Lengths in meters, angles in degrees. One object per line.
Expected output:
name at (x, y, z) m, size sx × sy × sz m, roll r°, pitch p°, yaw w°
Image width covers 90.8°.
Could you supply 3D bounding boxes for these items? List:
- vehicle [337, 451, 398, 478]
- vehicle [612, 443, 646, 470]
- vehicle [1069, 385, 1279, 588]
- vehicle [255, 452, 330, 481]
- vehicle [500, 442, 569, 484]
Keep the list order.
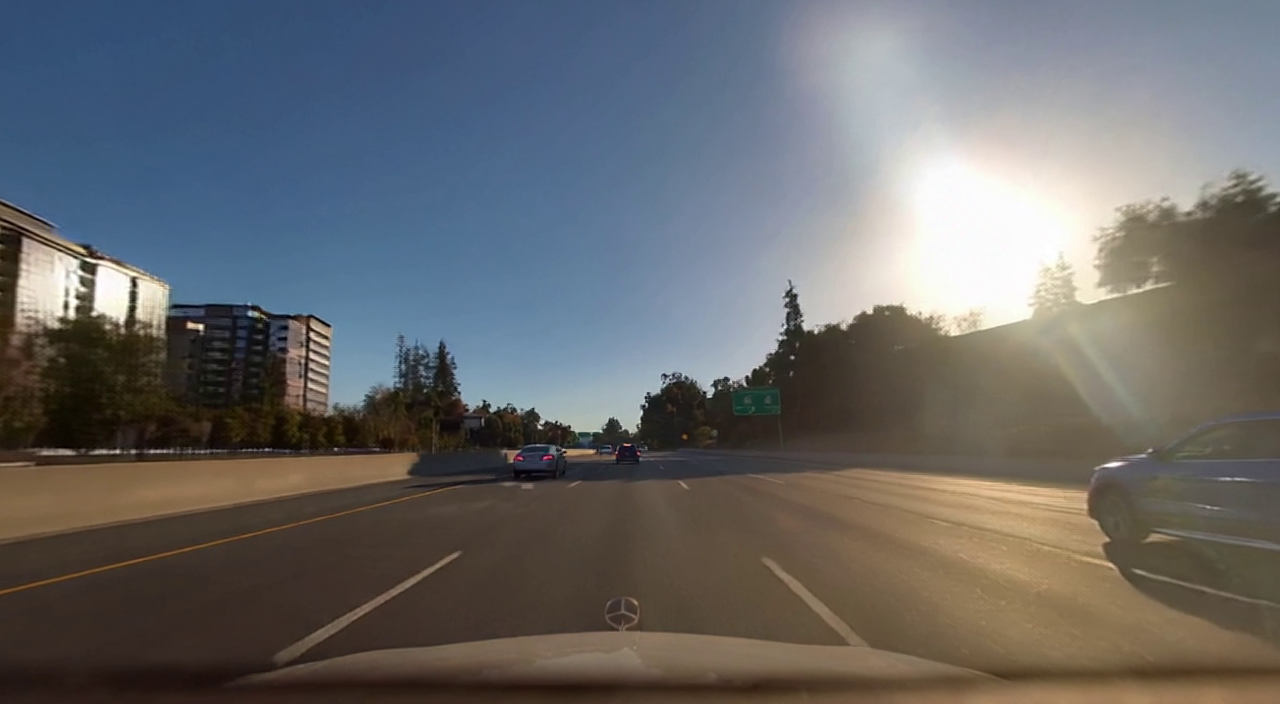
vehicle at (-17.579, 7.267, 41.049) m, size 1.967 × 1.575 × 4.370 m, roll 0°, pitch -9°, yaw 1°
vehicle at (-0.675, 6.330, 38.486) m, size 1.997 × 1.485 × 4.094 m, roll 0°, pitch -8°, yaw -1°
vehicle at (6.748, 1.247, 5.949) m, size 2.028 × 1.801 × 4.741 m, roll 0°, pitch -9°, yaw 0°
vehicle at (-20.937, 6.868, 38.290) m, size 1.938 × 1.570 × 4.508 m, roll 0°, pitch -9°, yaw 0°
vehicle at (-3.995, 4.275, 24.740) m, size 1.886 × 1.465 × 4.625 m, roll 0°, pitch -8°, yaw 0°
